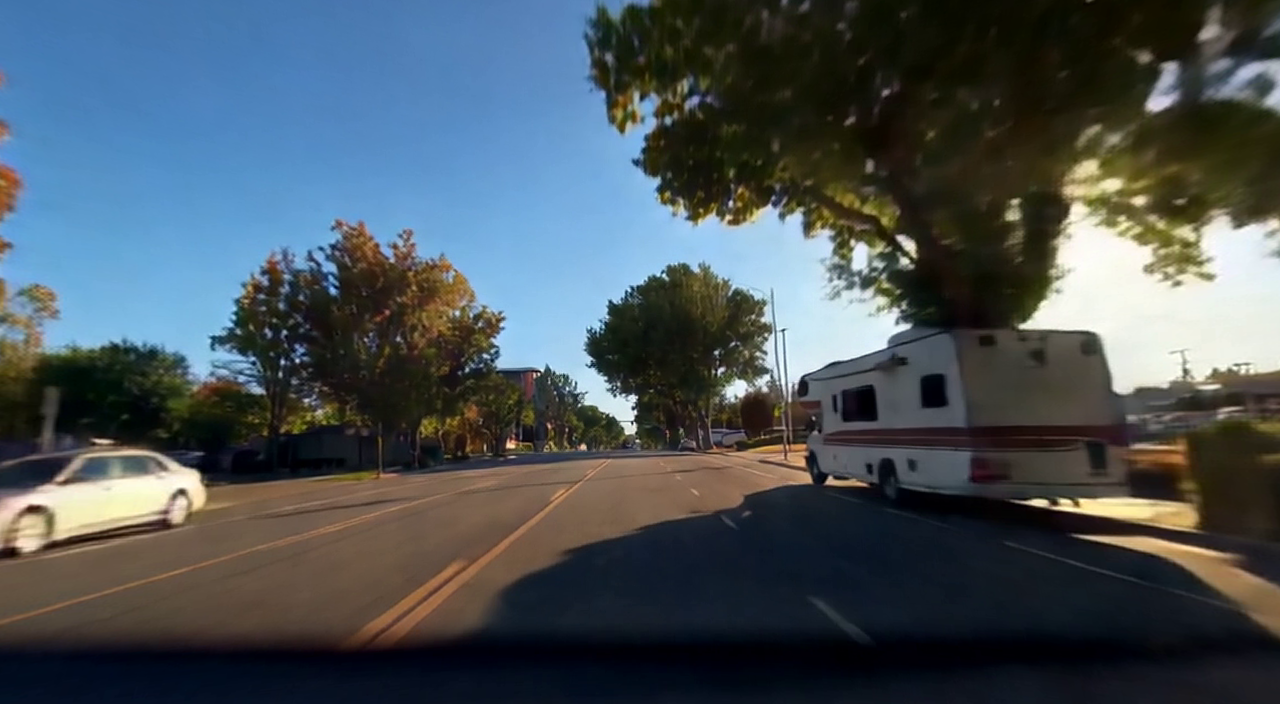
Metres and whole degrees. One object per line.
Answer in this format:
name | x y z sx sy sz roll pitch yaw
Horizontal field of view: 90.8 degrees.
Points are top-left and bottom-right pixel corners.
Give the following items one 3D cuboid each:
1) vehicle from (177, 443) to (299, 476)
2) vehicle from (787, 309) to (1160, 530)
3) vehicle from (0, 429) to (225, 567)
vehicle | -26.594 7.055 41.973 6.500 1.985 2.363 6 -10 -38
vehicle | 6.023 1.667 14.203 2.944 3.252 9.712 0 -8 -1
vehicle | -9.924 2.337 10.901 2.391 1.843 4.764 -2 -8 -1
